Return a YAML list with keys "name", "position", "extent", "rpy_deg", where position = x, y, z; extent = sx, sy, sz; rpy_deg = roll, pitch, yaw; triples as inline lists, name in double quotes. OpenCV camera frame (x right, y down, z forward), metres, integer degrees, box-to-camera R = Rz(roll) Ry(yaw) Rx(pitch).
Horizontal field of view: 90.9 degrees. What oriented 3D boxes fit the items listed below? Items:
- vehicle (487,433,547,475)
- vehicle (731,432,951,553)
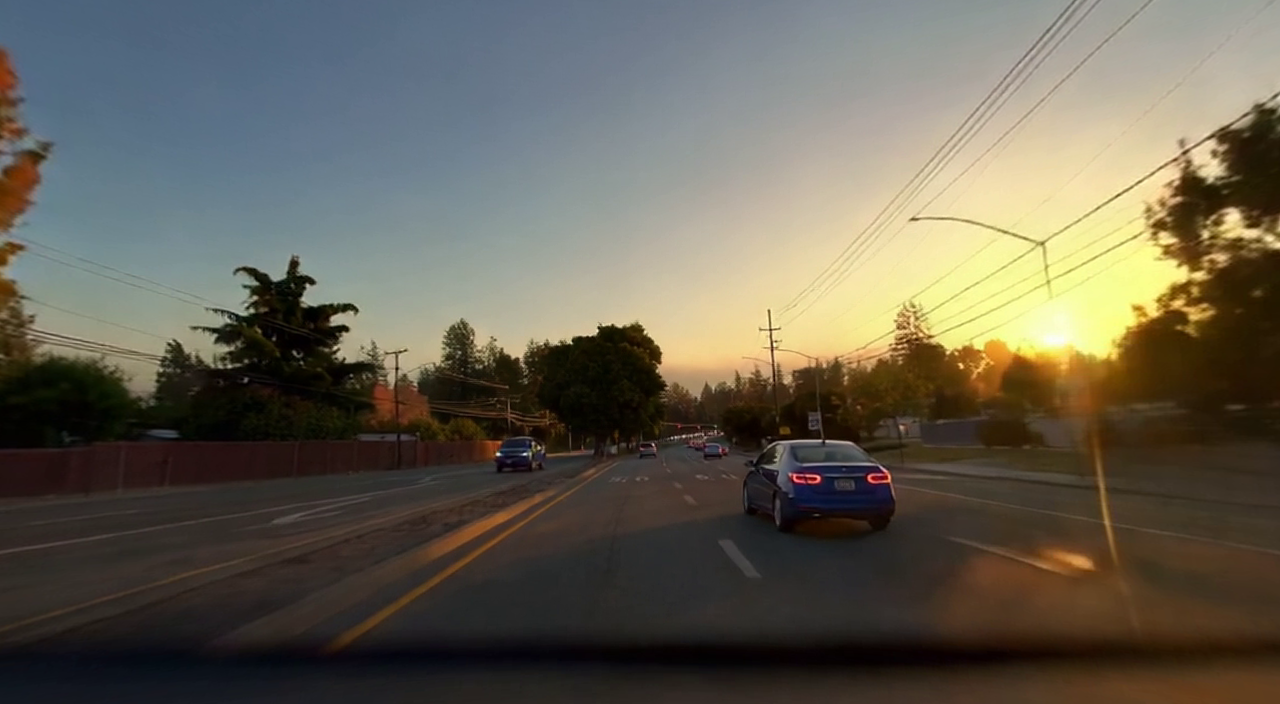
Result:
- name: "vehicle"
  position: [-5.901, 4.935, 30.702]
  extent: [1.983, 1.882, 4.281]
  rpy_deg: [0, -8, 1]
- name: "vehicle"
  position: [2.802, 2.045, 9.970]
  extent: [2.063, 1.481, 4.247]
  rpy_deg: [0, -8, 0]
